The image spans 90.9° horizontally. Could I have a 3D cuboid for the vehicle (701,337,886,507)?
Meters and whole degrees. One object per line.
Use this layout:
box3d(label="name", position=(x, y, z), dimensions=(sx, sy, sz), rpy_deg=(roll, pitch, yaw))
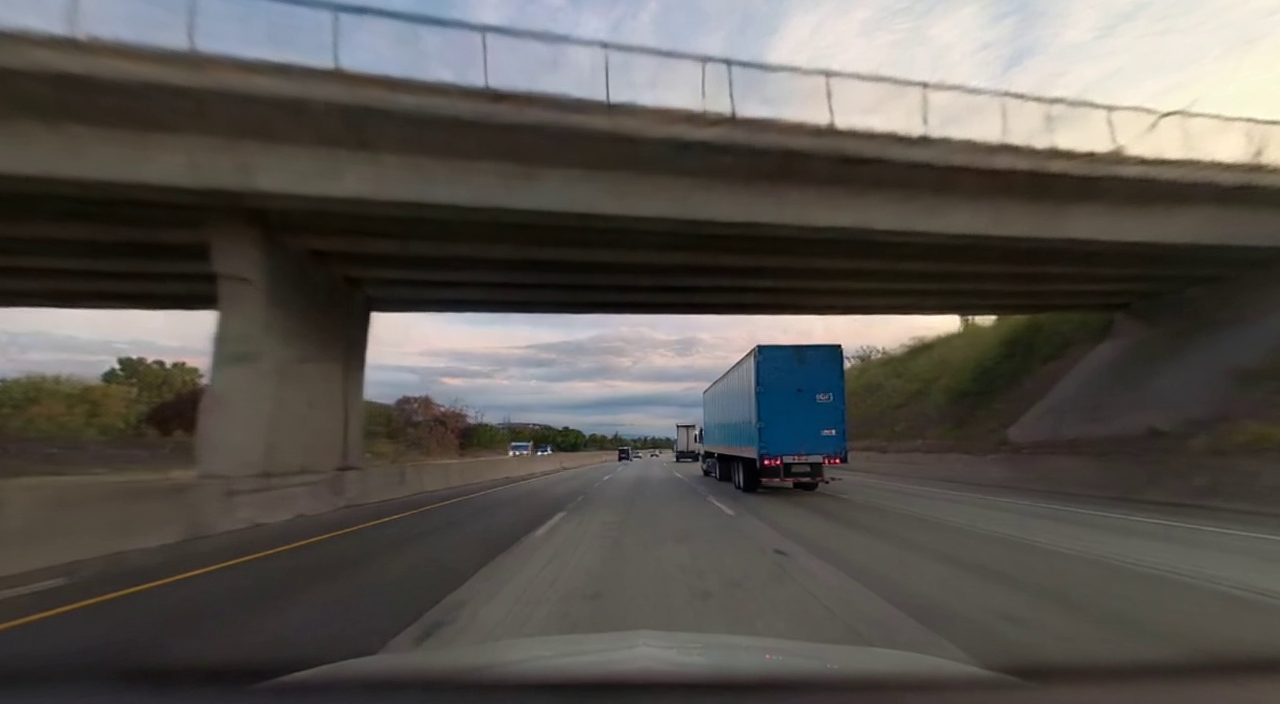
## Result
box3d(label="vehicle", position=(4.309, 2.724, 22.112), dimensions=(2.825, 4.054, 14.210), rpy_deg=(0, -9, 0))
